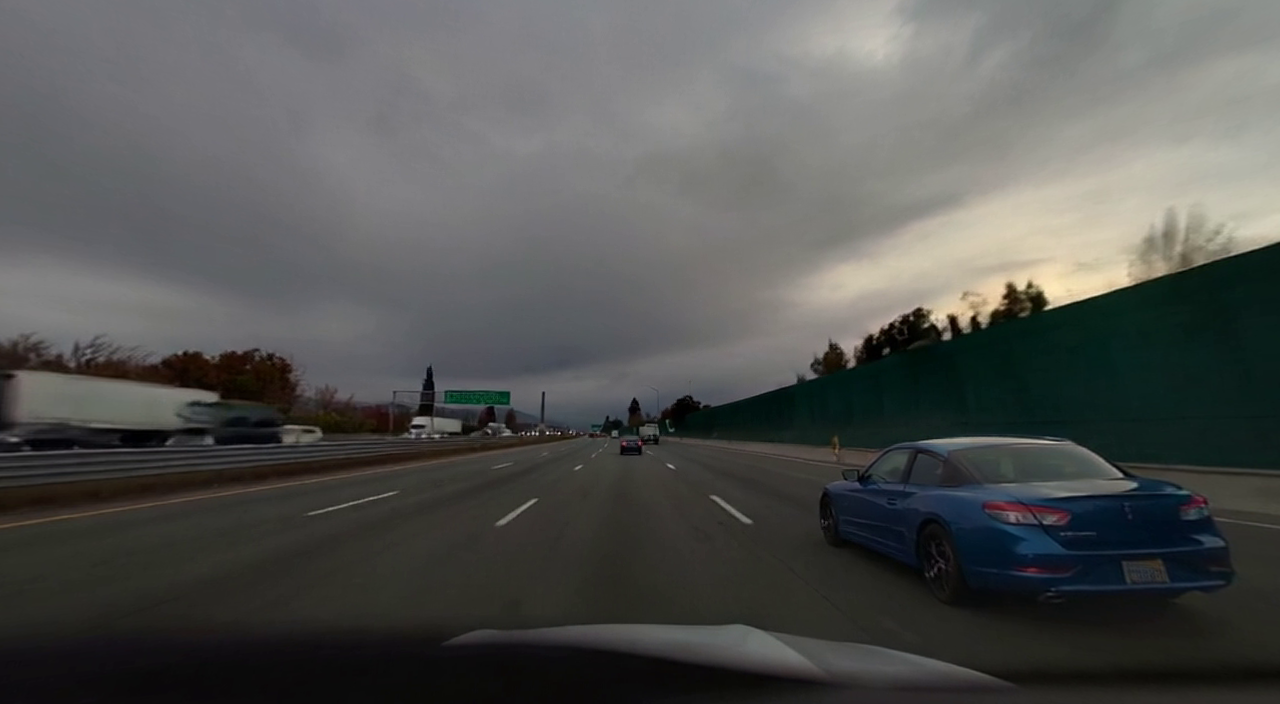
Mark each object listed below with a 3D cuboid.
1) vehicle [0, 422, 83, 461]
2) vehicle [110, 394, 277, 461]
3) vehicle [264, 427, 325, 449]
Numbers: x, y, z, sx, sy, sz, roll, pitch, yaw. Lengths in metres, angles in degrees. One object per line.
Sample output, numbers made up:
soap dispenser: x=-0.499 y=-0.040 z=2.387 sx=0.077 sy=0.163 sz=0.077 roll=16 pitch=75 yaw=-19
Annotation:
vehicle: x=-25.678 y=3.667 z=25.730 sx=1.915 sy=1.502 sz=4.189 roll=0 pitch=-8 yaw=-1
vehicle: x=-18.154 y=3.176 z=26.134 sx=2.587 sy=2.428 sz=5.938 roll=0 pitch=-8 yaw=-1
vehicle: x=-26.134 y=6.532 z=47.728 sx=1.877 sy=1.575 sz=4.943 roll=0 pitch=-8 yaw=-1
